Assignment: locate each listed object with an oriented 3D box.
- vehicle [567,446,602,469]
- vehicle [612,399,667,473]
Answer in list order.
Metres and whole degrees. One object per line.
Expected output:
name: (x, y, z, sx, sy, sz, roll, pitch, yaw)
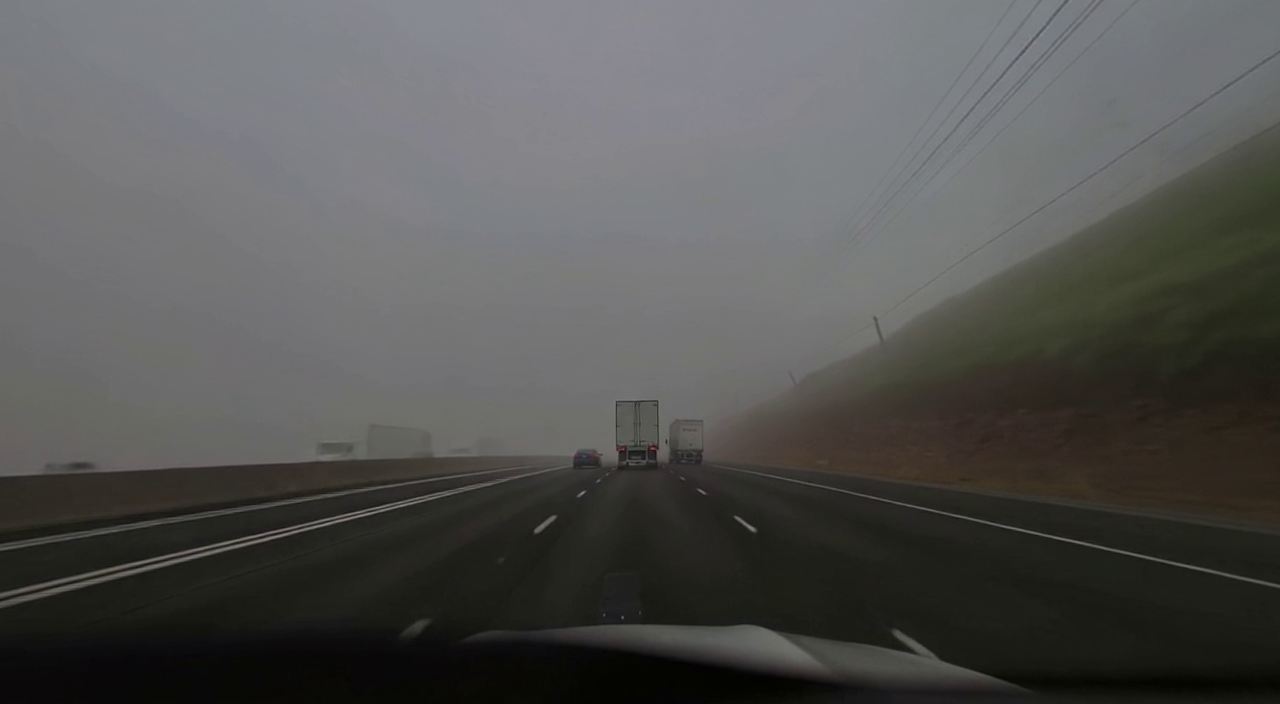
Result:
vehicle: (-3.868, 7.433, 44.572, 2.128, 1.533, 4.694, 0, -9, -1)
vehicle: (-0.024, 5.443, 40.084, 2.985, 4.025, 10.982, 0, -9, 0)
